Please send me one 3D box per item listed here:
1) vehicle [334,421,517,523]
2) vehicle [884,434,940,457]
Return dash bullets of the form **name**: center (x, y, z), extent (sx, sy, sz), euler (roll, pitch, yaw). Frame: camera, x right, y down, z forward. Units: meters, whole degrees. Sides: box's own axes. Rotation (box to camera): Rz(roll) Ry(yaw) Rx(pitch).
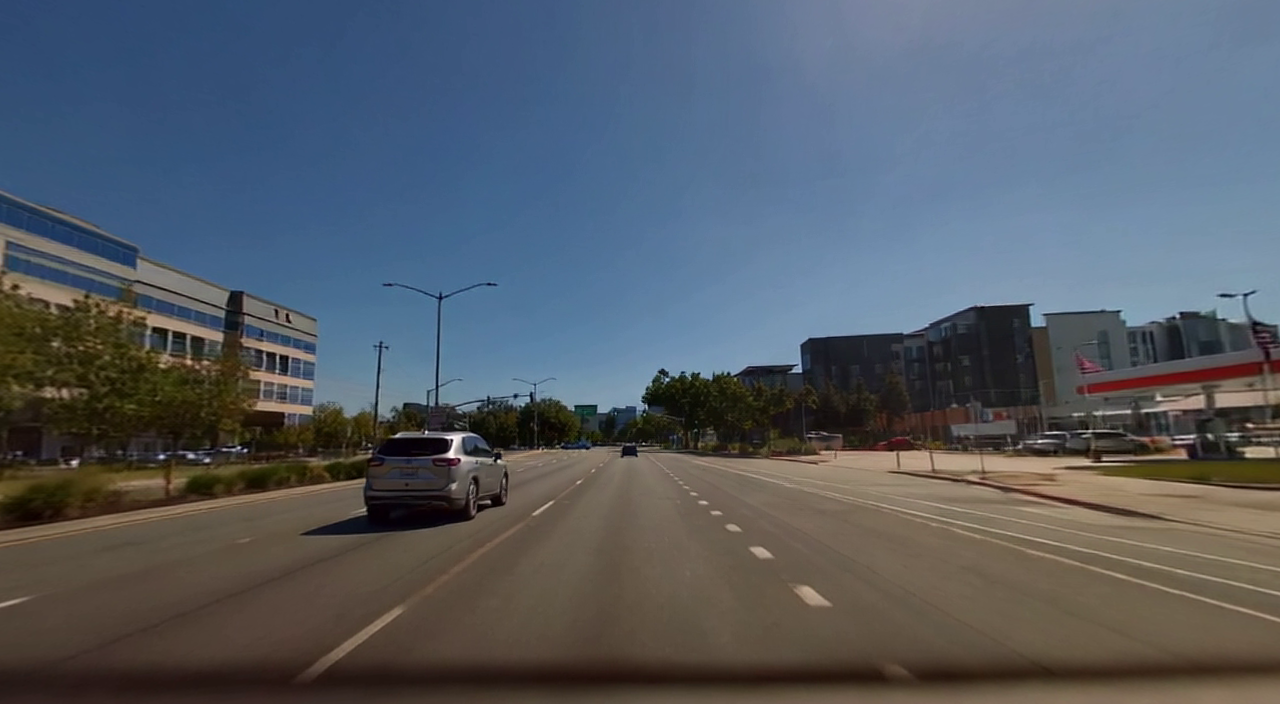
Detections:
- **vehicle**: center (-3.986, 2.323, 12.716), extent (2.039, 1.656, 4.710), euler (0, -8, 0)
- **vehicle**: center (18.255, 6.291, 42.430), extent (1.831, 1.442, 5.072), euler (-1, -9, 4)
